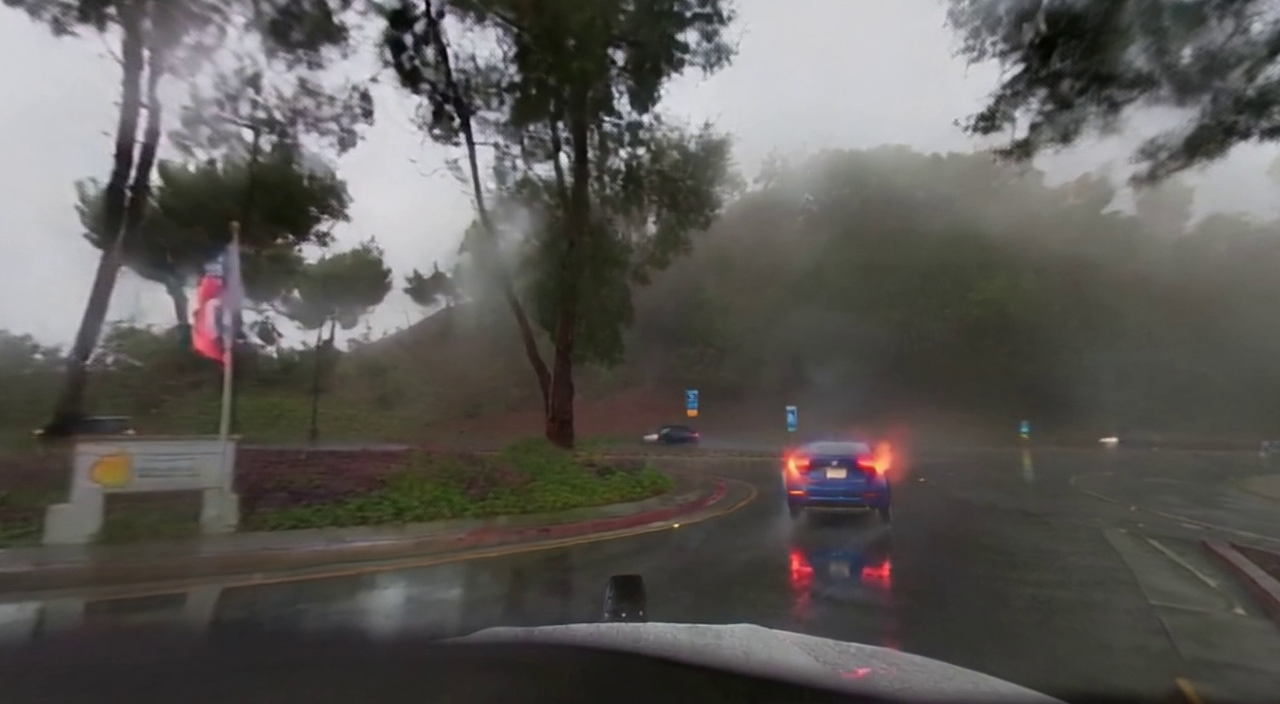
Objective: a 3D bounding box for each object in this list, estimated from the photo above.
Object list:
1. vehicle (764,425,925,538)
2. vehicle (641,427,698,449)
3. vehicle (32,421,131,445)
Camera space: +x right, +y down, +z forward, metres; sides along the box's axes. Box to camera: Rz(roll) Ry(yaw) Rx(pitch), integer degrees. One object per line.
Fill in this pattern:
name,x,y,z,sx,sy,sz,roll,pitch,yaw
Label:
vehicle,3.856,2.229,11.410,2.078,1.607,4.010,-5,-10,27
vehicle,2.176,6.429,46.994,4.045,1.569,1.781,1,-9,-7
vehicle,-37.554,5.480,42.483,4.652,1.498,1.783,1,-9,-8
